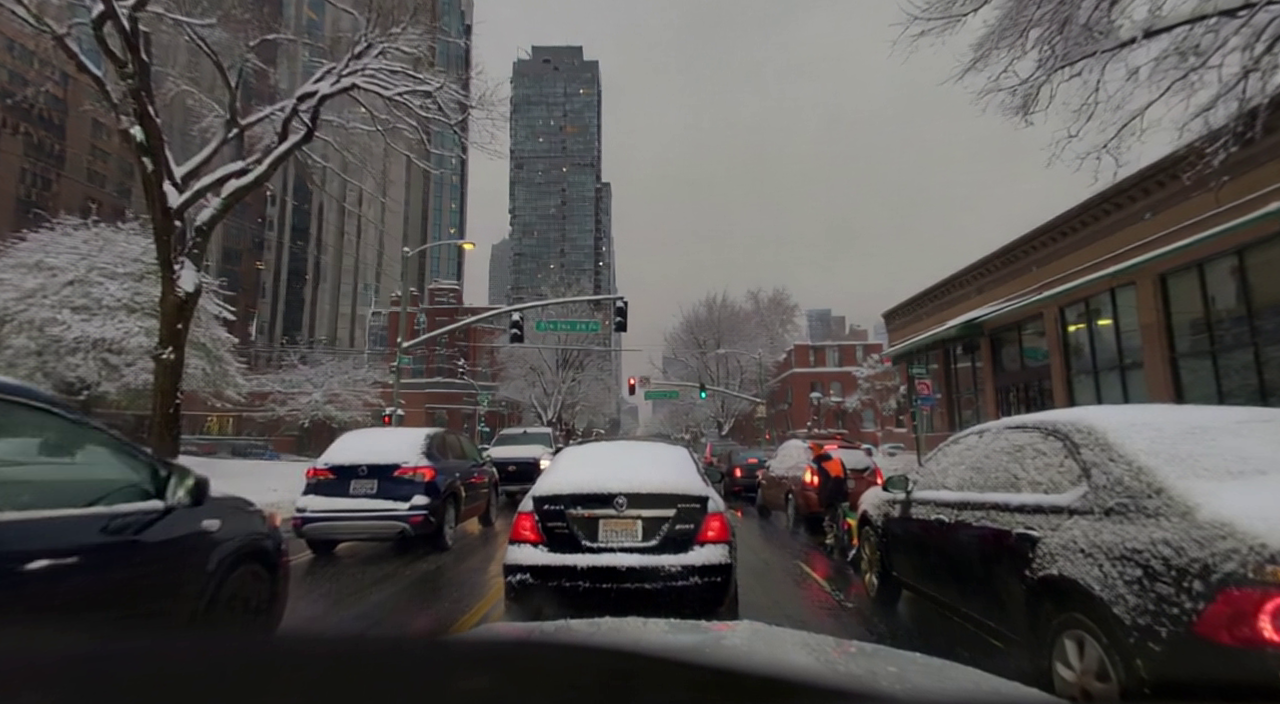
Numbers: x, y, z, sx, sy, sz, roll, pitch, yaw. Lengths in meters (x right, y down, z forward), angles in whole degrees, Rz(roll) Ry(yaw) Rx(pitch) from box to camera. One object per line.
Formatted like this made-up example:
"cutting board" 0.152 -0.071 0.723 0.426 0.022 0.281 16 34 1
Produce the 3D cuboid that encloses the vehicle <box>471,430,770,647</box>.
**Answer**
"vehicle" -0.142 1.552 6.253 2.031 1.461 3.763 0 -8 0

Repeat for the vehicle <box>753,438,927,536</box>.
"vehicle" 3.579 2.477 12.330 1.973 1.537 4.533 0 -8 1

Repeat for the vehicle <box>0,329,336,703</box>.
"vehicle" -3.120 0.776 1.848 2.181 1.723 4.550 0 -8 0

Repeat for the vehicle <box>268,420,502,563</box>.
"vehicle" -3.622 2.041 10.039 2.046 1.744 4.407 0 -8 -3

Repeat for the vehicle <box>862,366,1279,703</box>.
"vehicle" 3.342 1.160 4.182 2.179 1.631 4.173 0 -8 0
